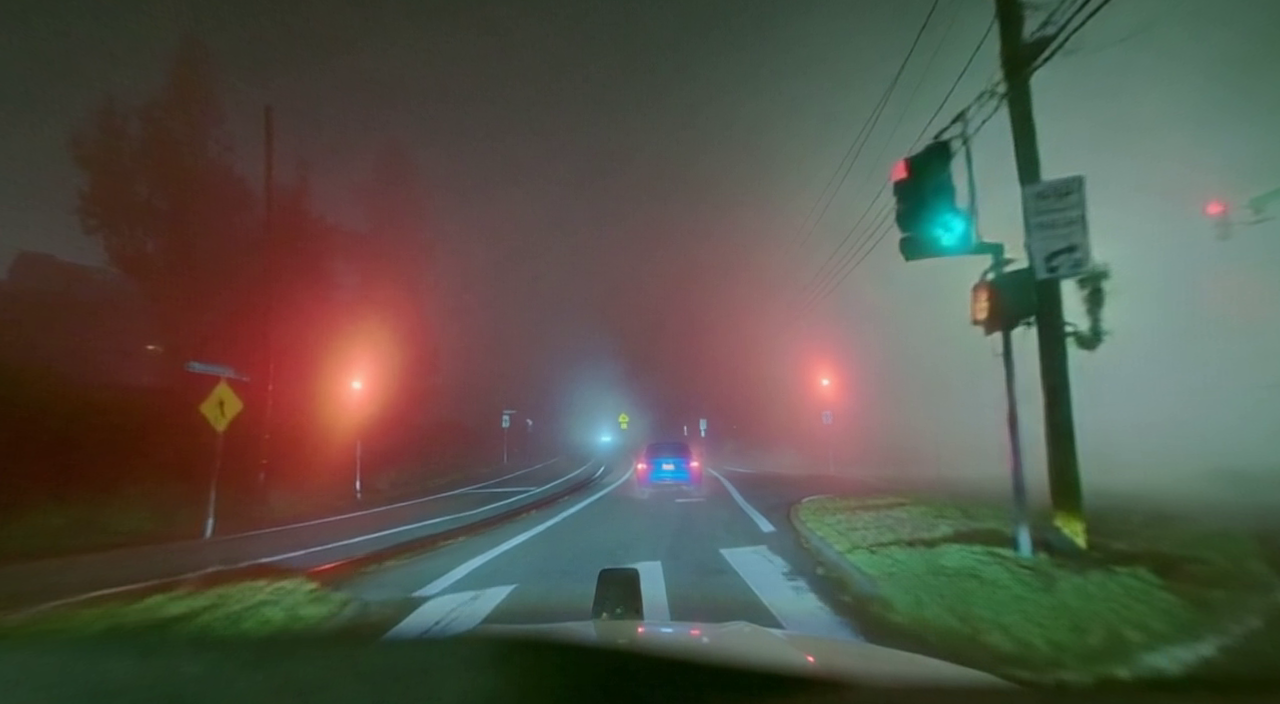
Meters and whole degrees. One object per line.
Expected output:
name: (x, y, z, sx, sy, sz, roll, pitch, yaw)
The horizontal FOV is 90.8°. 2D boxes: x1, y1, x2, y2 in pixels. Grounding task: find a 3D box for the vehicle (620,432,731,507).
vehicle: (0.808, 2.748, 15.342, 2.295, 1.510, 4.364, -1, -8, 2)
